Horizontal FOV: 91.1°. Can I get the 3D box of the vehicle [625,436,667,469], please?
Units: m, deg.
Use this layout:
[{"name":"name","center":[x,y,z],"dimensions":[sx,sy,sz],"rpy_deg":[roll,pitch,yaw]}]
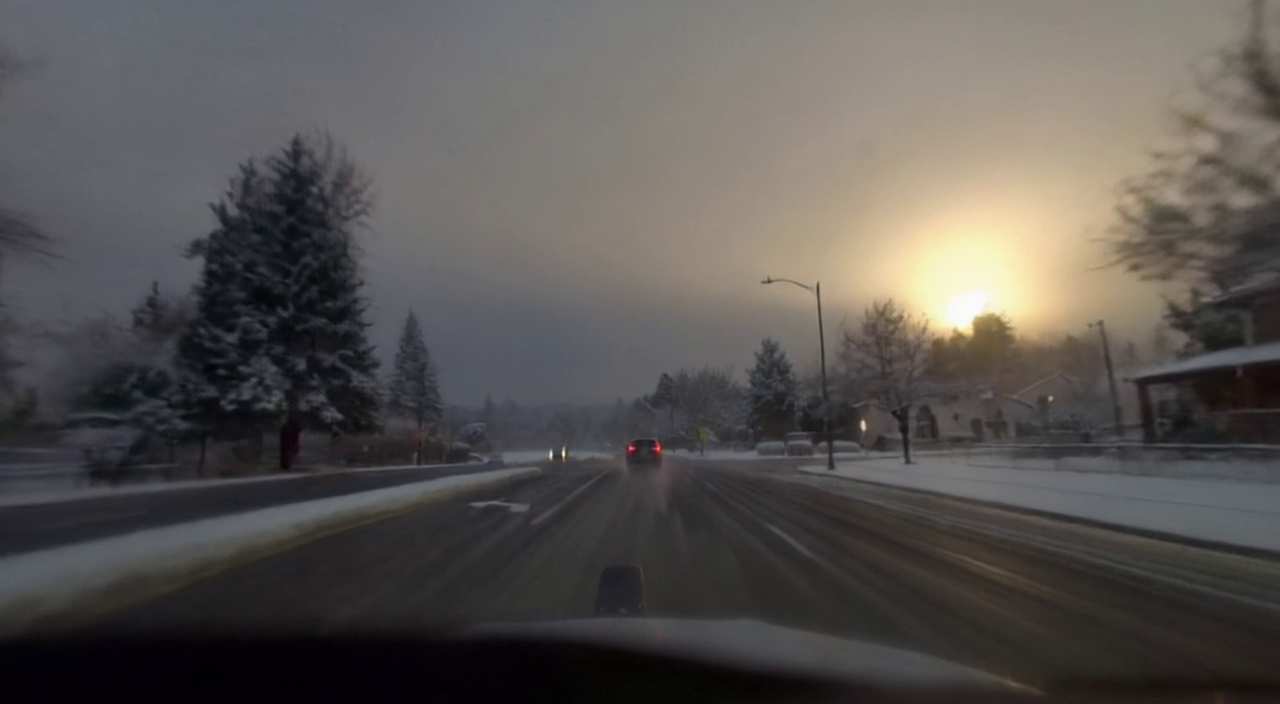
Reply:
[{"name":"vehicle","center":[0.274,5.786,36.320],"dimensions":[2.165,1.783,4.391],"rpy_deg":[0,-9,-3]}]
